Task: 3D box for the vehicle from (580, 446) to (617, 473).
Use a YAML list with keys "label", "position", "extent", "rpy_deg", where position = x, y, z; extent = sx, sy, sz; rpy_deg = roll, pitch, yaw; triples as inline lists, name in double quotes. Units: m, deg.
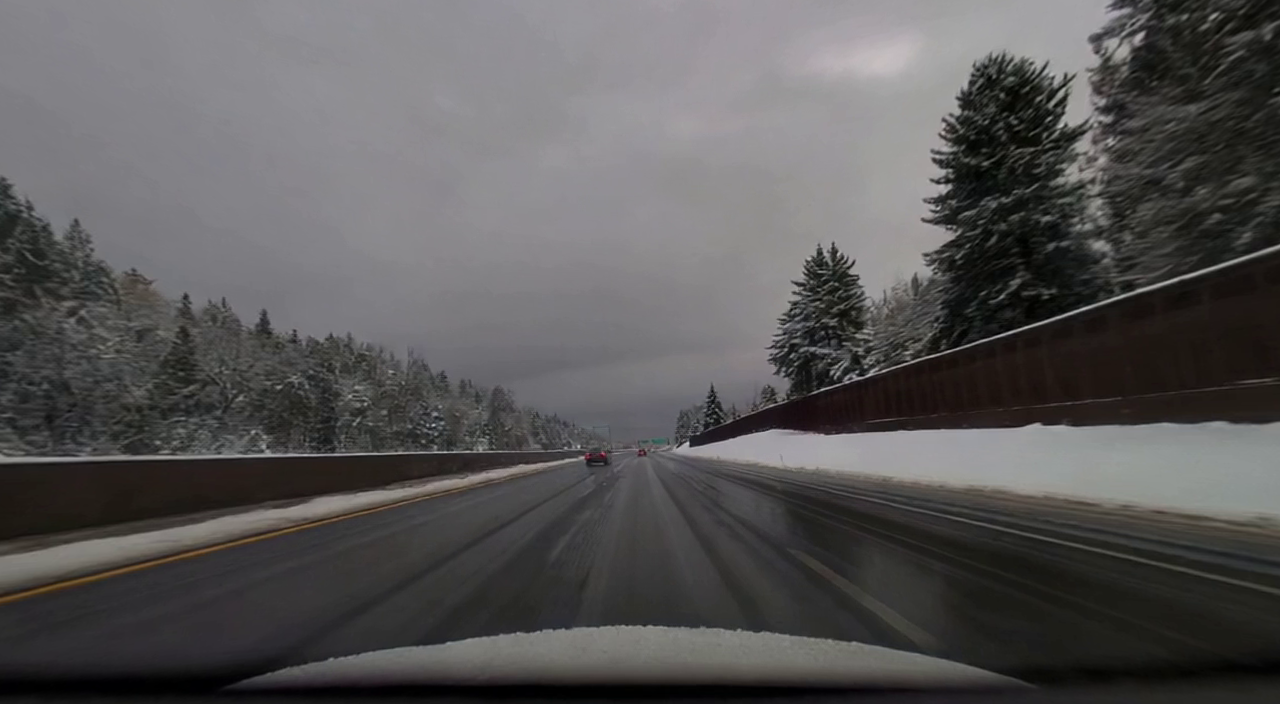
- label: "vehicle"
  position: [-2.378, 6.344, 37.357]
  extent: [1.873, 1.529, 3.953]
  rpy_deg: [0, -9, 1]
